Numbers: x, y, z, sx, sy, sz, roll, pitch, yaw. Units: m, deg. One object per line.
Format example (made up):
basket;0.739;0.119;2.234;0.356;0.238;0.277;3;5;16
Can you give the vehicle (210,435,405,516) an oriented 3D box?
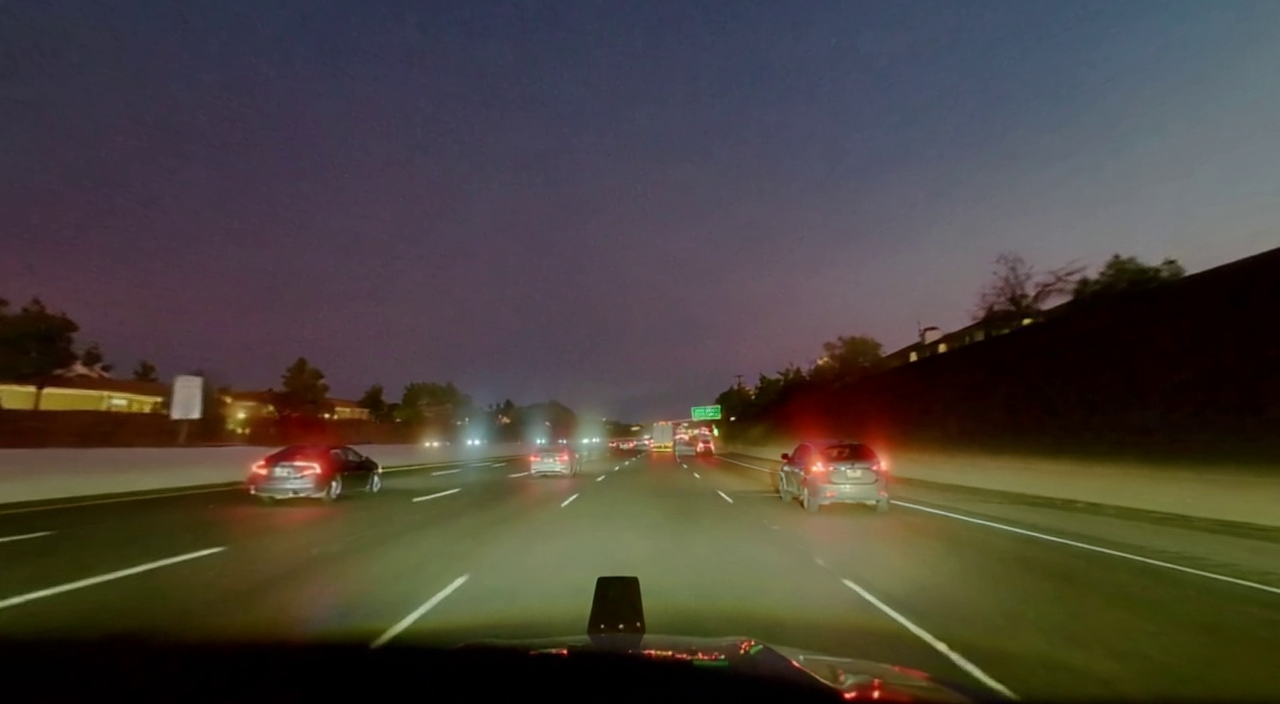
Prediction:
vehicle;-6.970;2.611;13.780;1.909;1.482;4.140;0;-9;1

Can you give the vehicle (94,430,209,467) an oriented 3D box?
vehicle;-27.541;5.460;35.683;2.130;1.945;5.252;0;-9;2

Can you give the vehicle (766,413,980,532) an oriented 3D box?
vehicle;3.840;2.097;11.472;2.108;1.709;4.703;0;-9;0

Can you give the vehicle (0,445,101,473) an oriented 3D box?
vehicle;-31.736;5.692;33.720;1.745;1.409;4.176;0;-9;2

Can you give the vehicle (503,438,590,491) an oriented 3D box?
vehicle;-2.797;3.478;19.741;1.947;1.479;4.114;0;-9;2
